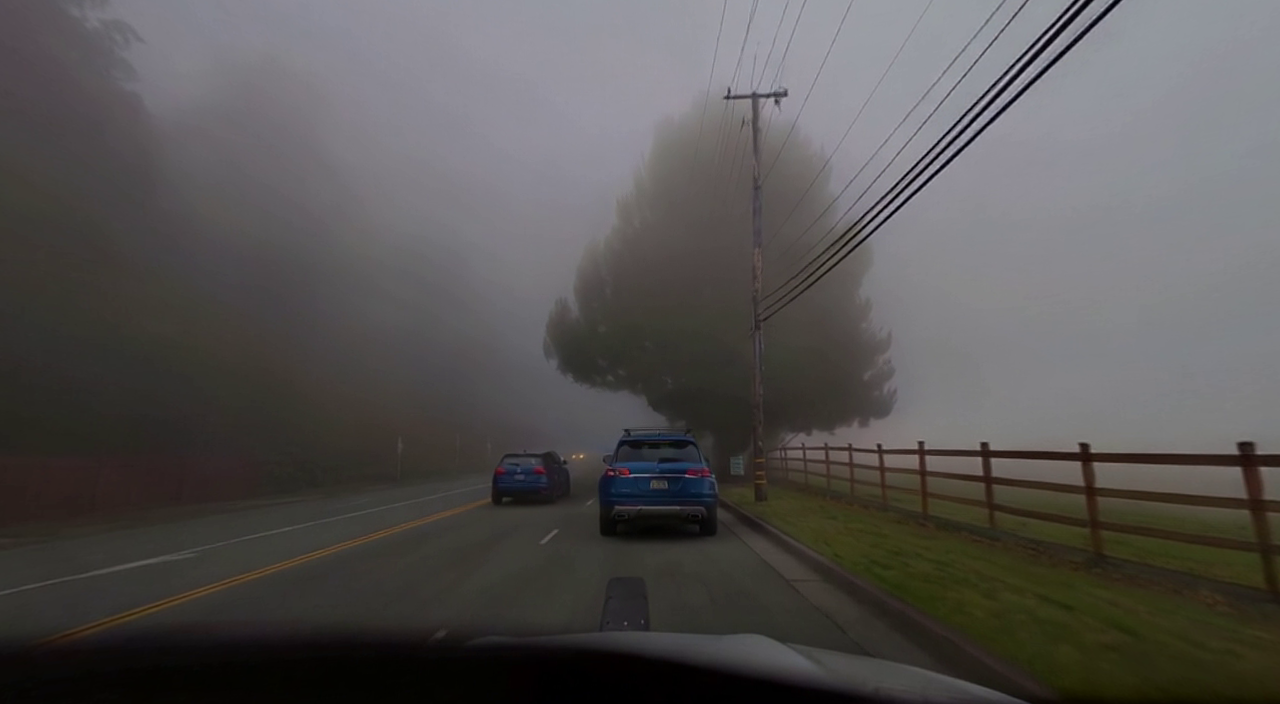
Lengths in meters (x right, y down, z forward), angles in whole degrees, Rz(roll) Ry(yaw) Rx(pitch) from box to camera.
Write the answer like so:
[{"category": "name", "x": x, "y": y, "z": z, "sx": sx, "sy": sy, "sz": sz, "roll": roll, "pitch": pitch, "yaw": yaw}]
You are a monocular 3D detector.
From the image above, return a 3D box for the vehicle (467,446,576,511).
[{"category": "vehicle", "x": -2.926, "y": 3.214, "z": 16.523, "sx": 1.979, "sy": 1.489, "sz": 4.006, "roll": 0, "pitch": -9, "yaw": 1}]

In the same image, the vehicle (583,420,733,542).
[{"category": "vehicle", "x": 0.290, "y": 2.180, "z": 11.274, "sx": 2.174, "sy": 1.749, "sz": 4.113, "roll": 0, "pitch": -9, "yaw": 1}]
